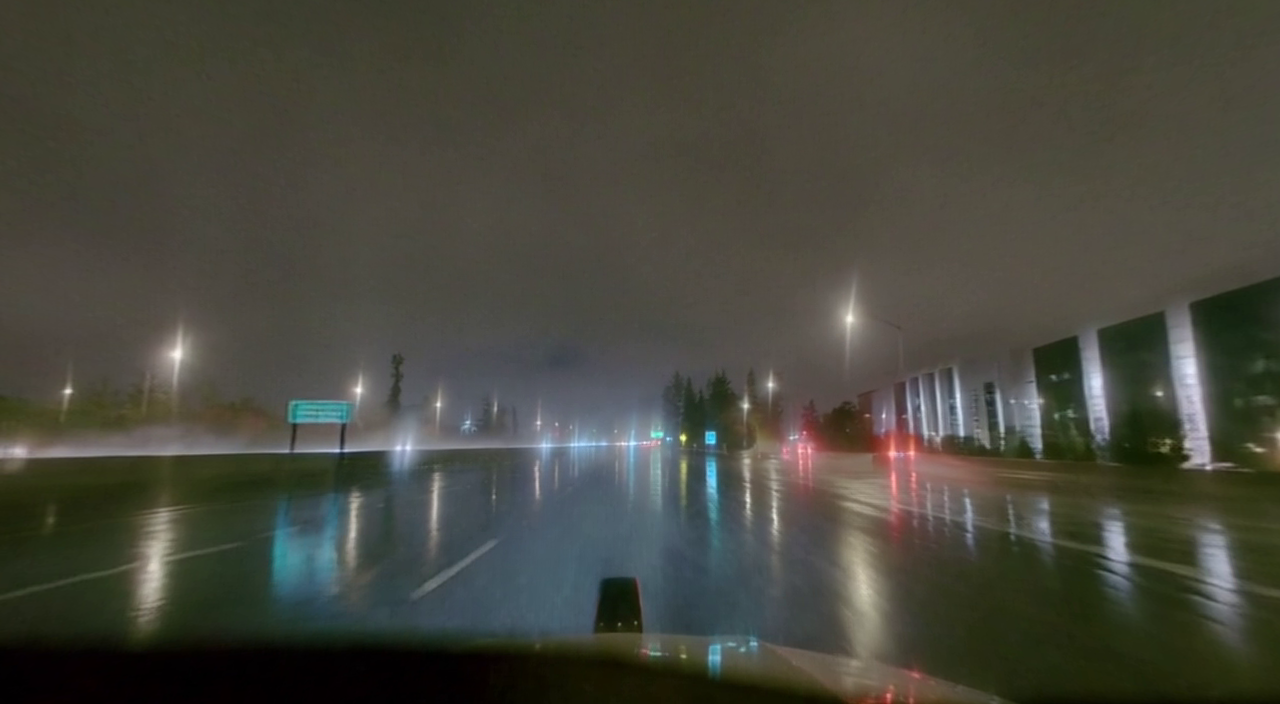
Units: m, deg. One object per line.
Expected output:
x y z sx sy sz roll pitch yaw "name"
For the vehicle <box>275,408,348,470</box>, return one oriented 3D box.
-19.710 5.262 38.159 2.714 3.543 2.793 0 -9 0 "vehicle"
